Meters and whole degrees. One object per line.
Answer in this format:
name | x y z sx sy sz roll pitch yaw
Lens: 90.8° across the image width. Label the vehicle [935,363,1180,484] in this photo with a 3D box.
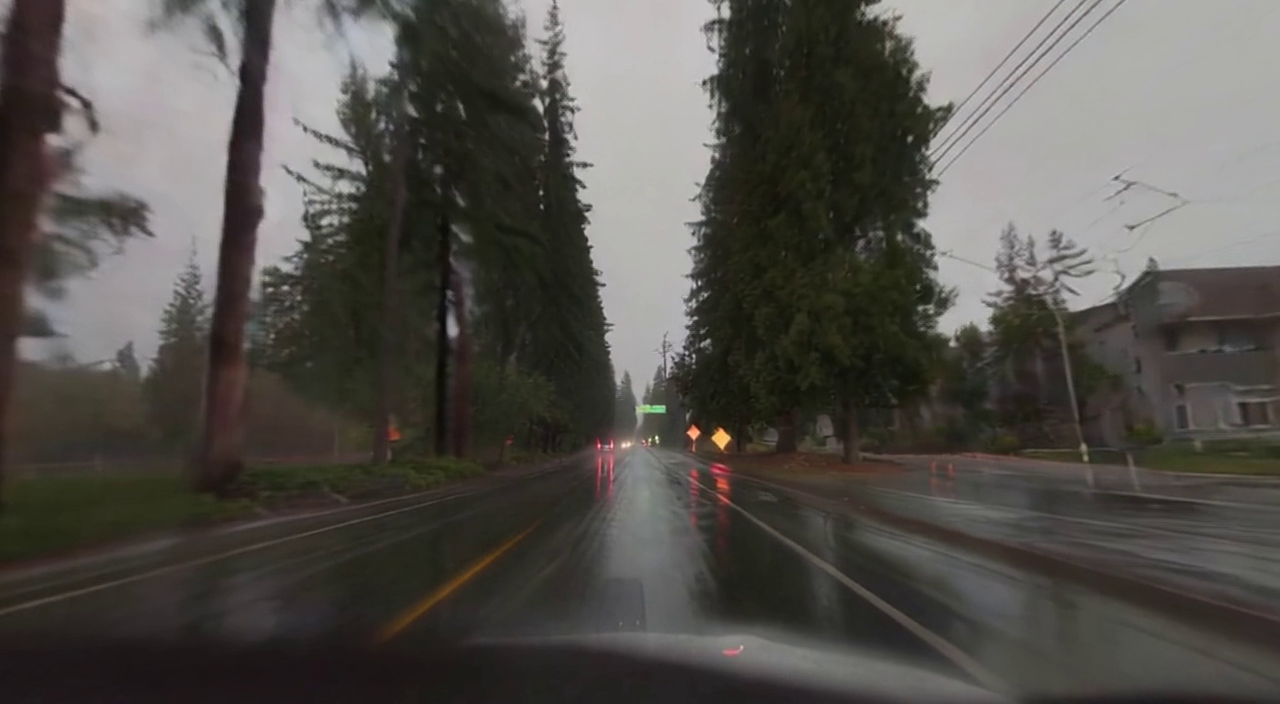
vehicle | 14.749 2.816 23.746 2.889 3.610 9.347 -1 -8 1
